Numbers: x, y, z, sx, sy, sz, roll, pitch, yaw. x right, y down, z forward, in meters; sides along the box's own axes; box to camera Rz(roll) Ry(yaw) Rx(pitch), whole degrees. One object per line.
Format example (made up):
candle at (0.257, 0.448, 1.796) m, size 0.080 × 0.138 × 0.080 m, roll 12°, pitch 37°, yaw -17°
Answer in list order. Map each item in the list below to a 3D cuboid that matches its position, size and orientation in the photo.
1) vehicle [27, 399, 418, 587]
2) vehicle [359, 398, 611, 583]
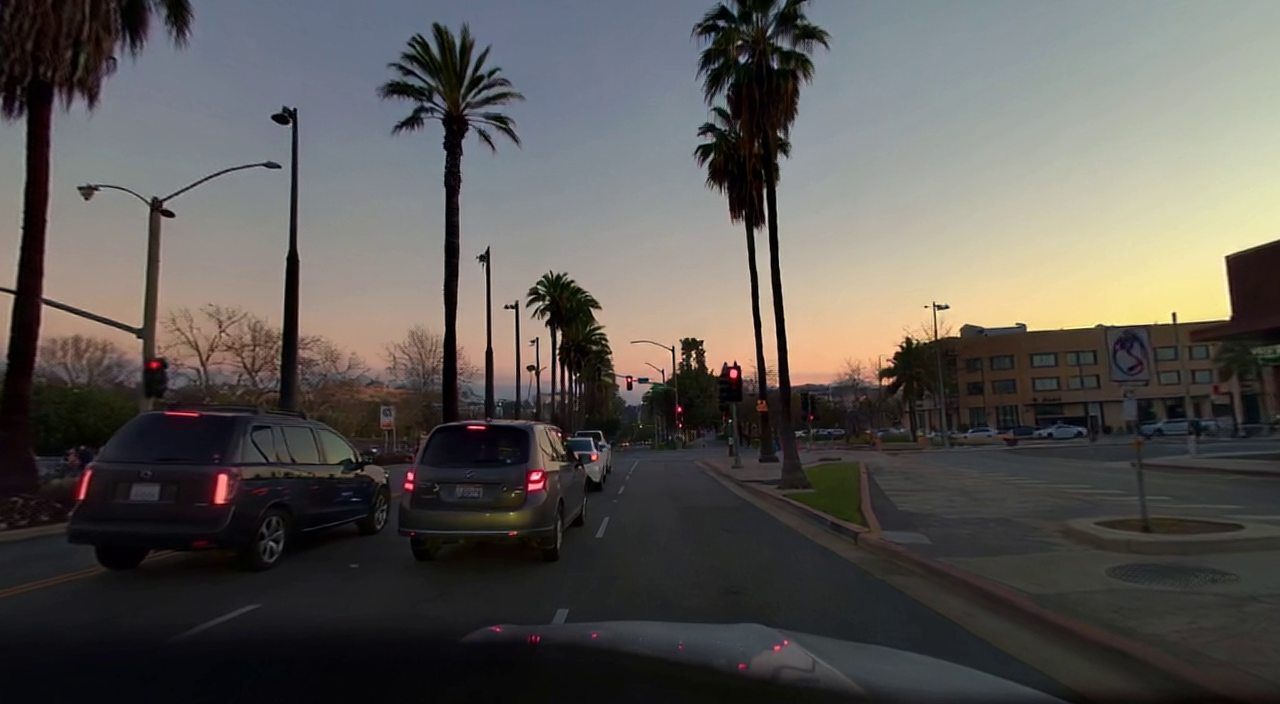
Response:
vehicle at (-5.025, 1.768, 8.760) m, size 2.025 × 1.862 × 4.804 m, roll 0°, pitch -9°, yaw 1°
vehicle at (-1.584, 1.662, 8.299) m, size 2.153 × 1.759 × 4.320 m, roll 0°, pitch -9°, yaw 1°
